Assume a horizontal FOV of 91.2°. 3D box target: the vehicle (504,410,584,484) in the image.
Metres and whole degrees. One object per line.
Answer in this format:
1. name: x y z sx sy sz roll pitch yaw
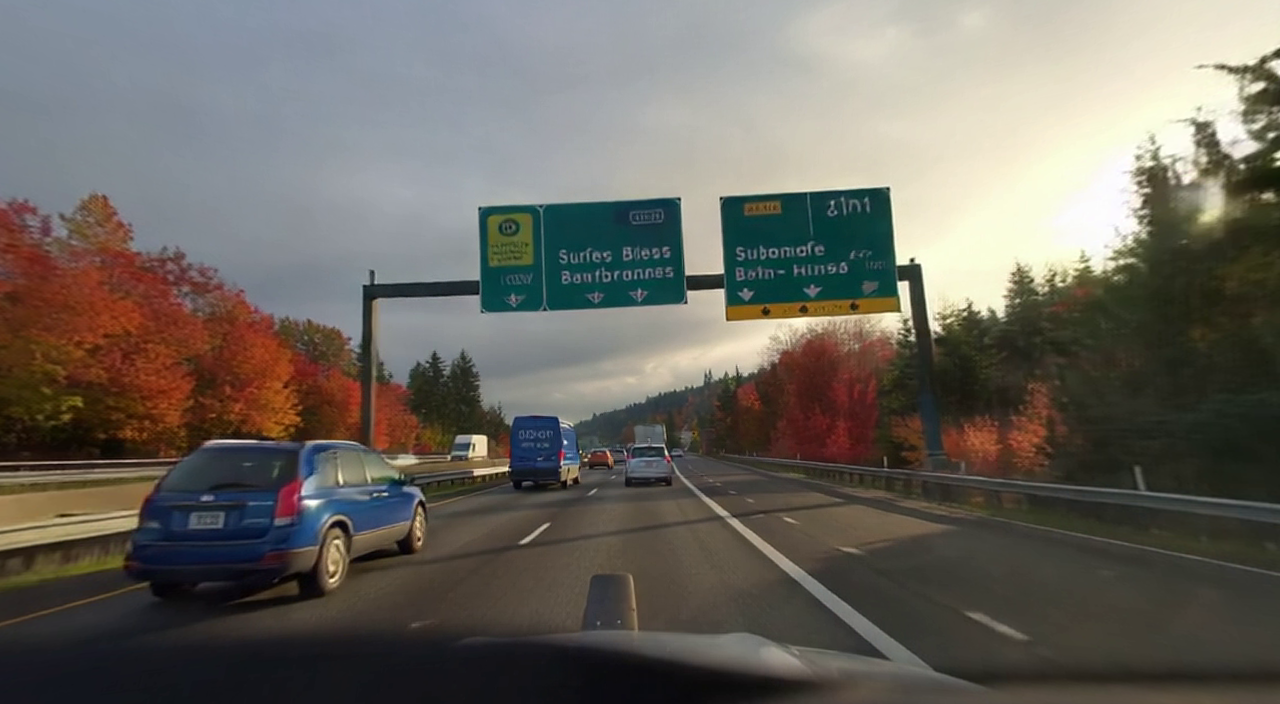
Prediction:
1. vehicle: -3.780 3.933 25.973 2.275 2.692 5.810 0 -9 1

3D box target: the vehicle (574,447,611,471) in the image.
1. vehicle: -3.136 7.179 42.190 2.015 1.496 4.312 -1 -9 1

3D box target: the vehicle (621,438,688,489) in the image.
1. vehicle: 0.511 4.024 22.916 2.195 1.679 4.070 0 -9 1

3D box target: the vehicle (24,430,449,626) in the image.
1. vehicle: -3.729 1.669 6.879 1.977 1.485 3.973 0 -9 0
